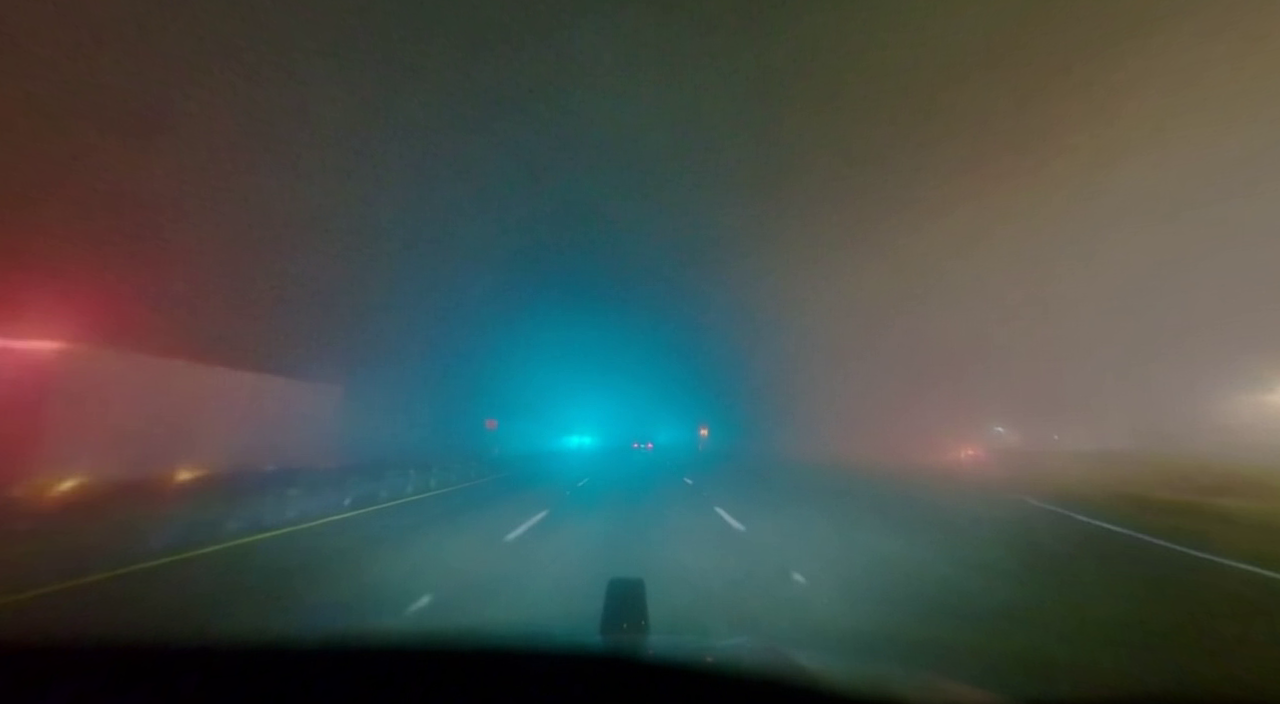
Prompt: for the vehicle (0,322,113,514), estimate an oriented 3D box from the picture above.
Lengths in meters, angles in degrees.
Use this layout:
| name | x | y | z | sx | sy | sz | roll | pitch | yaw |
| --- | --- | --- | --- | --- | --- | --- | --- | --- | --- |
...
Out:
| name | x | y | z | sx | sy | sz | roll | pitch | yaw |
| --- | --- | --- | --- | --- | --- | --- | --- | --- | --- |
| vehicle | -15.191 | 0.778 | 9.125 | 2.972 | 4.061 | 14.035 | 0 | -8 | 0 |
